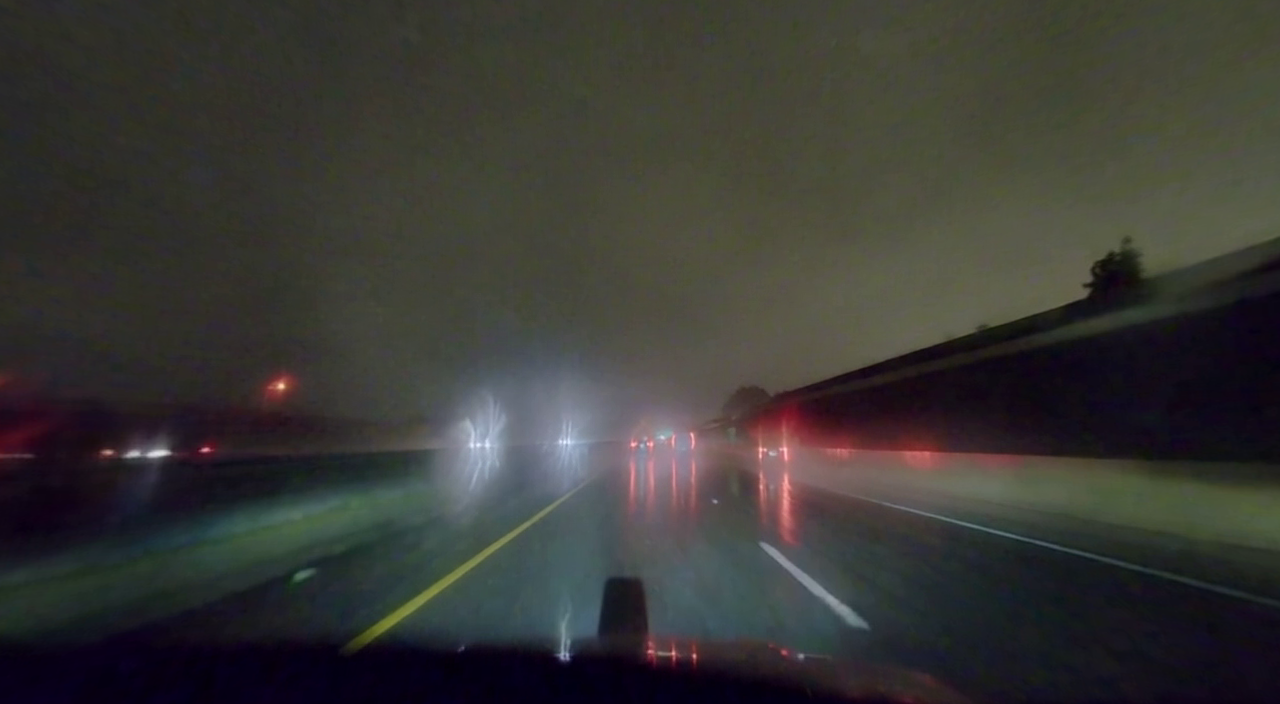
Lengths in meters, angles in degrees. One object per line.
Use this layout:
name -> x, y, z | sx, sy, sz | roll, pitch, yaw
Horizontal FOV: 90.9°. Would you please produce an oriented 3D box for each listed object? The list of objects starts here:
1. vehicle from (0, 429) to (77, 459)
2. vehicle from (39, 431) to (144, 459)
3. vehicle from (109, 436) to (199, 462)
vehicle -> -32.643, 4.812, 32.856 | 1.906, 1.501, 5.170 | 0, -8, -1
vehicle -> -32.577, 5.539, 37.684 | 1.970, 1.540, 5.053 | 0, -8, -4
vehicle -> -32.498, 6.488, 42.428 | 1.956, 1.618, 5.165 | 0, -8, 0
